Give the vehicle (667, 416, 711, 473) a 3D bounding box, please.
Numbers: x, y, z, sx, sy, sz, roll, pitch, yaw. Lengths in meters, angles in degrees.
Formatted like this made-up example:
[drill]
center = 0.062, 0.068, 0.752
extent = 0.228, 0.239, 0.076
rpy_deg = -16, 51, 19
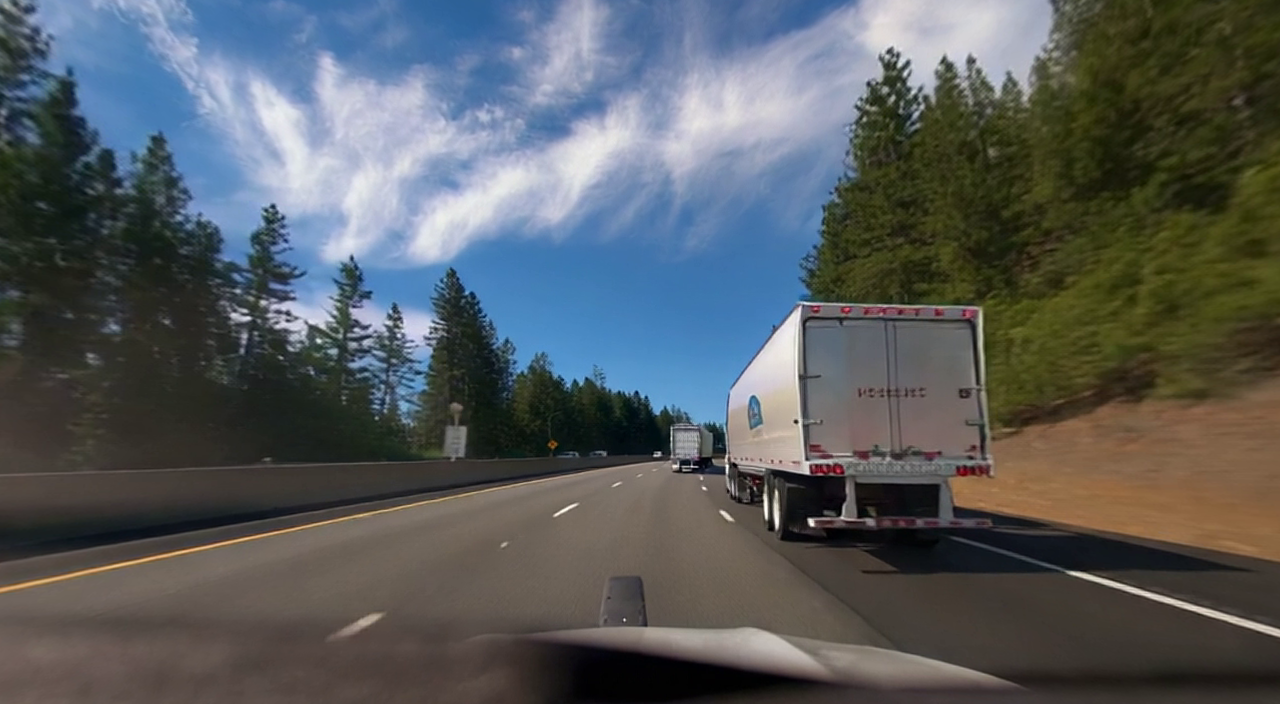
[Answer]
[vehicle]
center = 3.922, 7.193, 48.783
extent = 2.907, 3.747, 13.318
rpy_deg = 0, -9, 5
